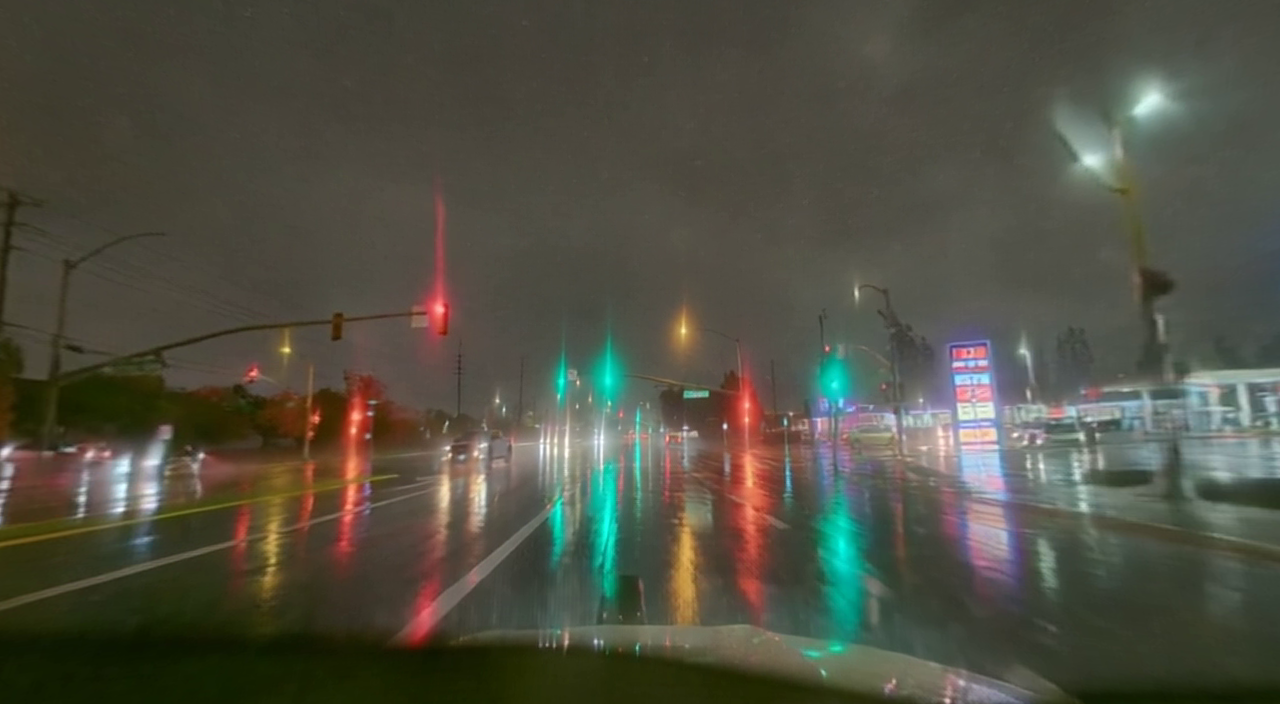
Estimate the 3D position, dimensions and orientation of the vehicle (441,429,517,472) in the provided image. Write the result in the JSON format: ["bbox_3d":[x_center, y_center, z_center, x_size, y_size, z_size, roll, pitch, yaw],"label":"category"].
[{"bbox_3d":[-6.831,4.236,27.292,2.074,1.692,4.333,0,-8,1],"label":"vehicle"}]

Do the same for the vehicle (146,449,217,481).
[{"bbox_3d":[-23.277,5.682,31.995,4.444,1.457,1.927,-8,-11,42],"label":"vehicle"}]

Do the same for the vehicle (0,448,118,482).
[{"bbox_3d":[-33.012,6.353,35.680,5.040,1.826,2.155,0,-8,-1],"label":"vehicle"}]

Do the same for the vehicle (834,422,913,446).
[{"bbox_3d":[16.211,5.725,44.041,4.727,1.585,2.066,-1,-8,1],"label":"vehicle"}]
